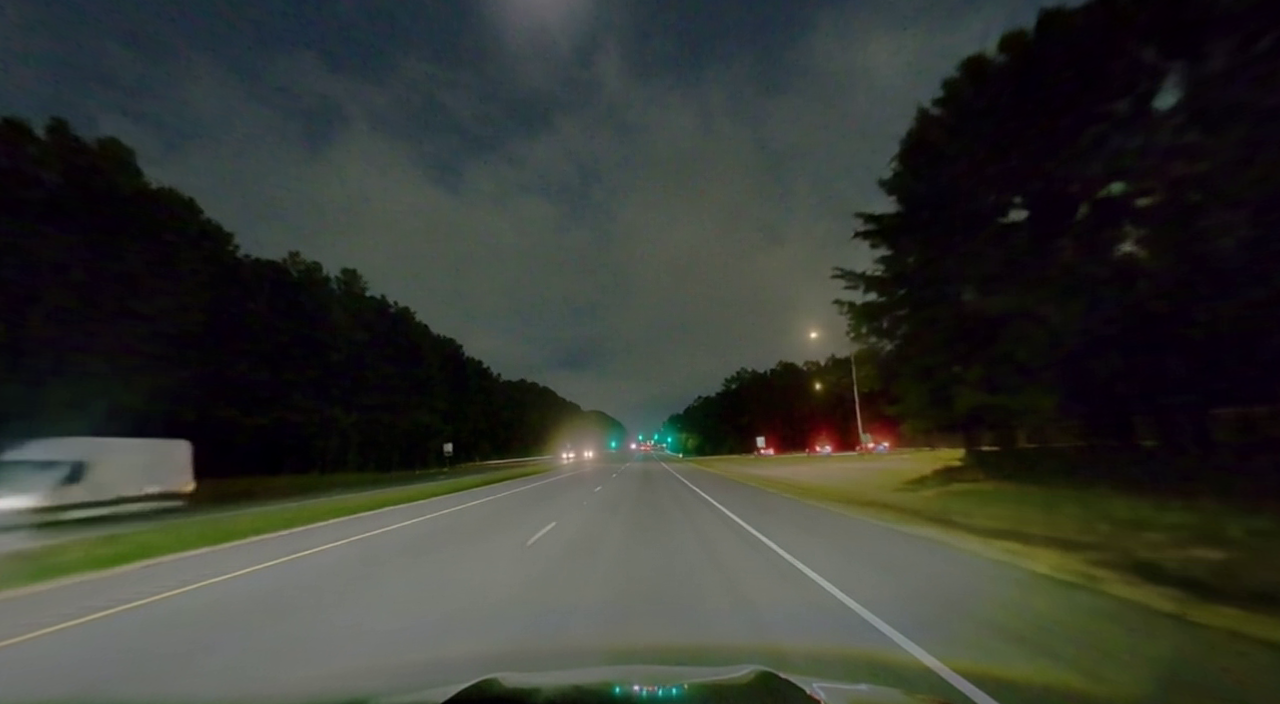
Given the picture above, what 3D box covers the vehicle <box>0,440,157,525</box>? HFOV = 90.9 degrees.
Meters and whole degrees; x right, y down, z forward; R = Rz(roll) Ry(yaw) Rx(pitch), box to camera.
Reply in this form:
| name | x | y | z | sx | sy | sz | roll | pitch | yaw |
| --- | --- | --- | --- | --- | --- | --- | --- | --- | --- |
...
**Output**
| name | x | y | z | sx | sy | sz | roll | pitch | yaw |
| --- | --- | --- | --- | --- | --- | --- | --- | --- | --- |
| vehicle | -15.514 | 3.268 | 16.257 | 2.140 | 1.899 | 4.803 | 0 | -9 | 2 |
